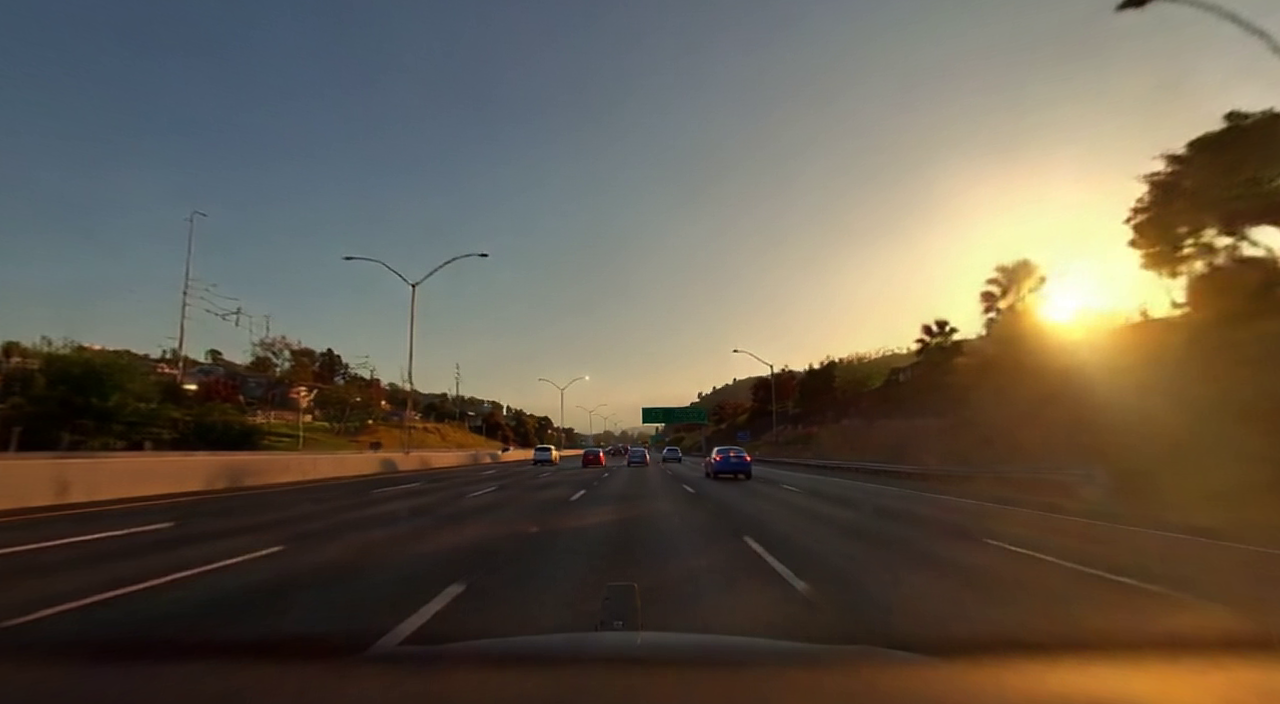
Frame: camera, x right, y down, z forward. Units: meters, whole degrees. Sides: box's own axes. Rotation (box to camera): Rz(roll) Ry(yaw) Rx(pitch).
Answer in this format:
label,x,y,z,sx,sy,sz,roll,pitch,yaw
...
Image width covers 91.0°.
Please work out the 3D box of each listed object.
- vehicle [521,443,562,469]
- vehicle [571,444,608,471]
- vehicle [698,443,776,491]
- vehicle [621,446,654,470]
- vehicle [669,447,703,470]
label,x,y,z,sx,sy,sz,roll,pitch,yaw
vehicle,-6.811,7.269,44.089,2.112,1.721,4.381,0,-9,0
vehicle,-3.253,6.898,41.489,2.091,1.664,4.157,0,-9,0
vehicle,3.389,4.113,22.870,2.077,1.527,4.553,0,-9,-1
vehicle,-0.136,7.274,43.438,2.166,1.496,4.158,0,-9,0
vehicle,3.220,7.526,44.629,2.036,1.517,4.256,0,-9,0
